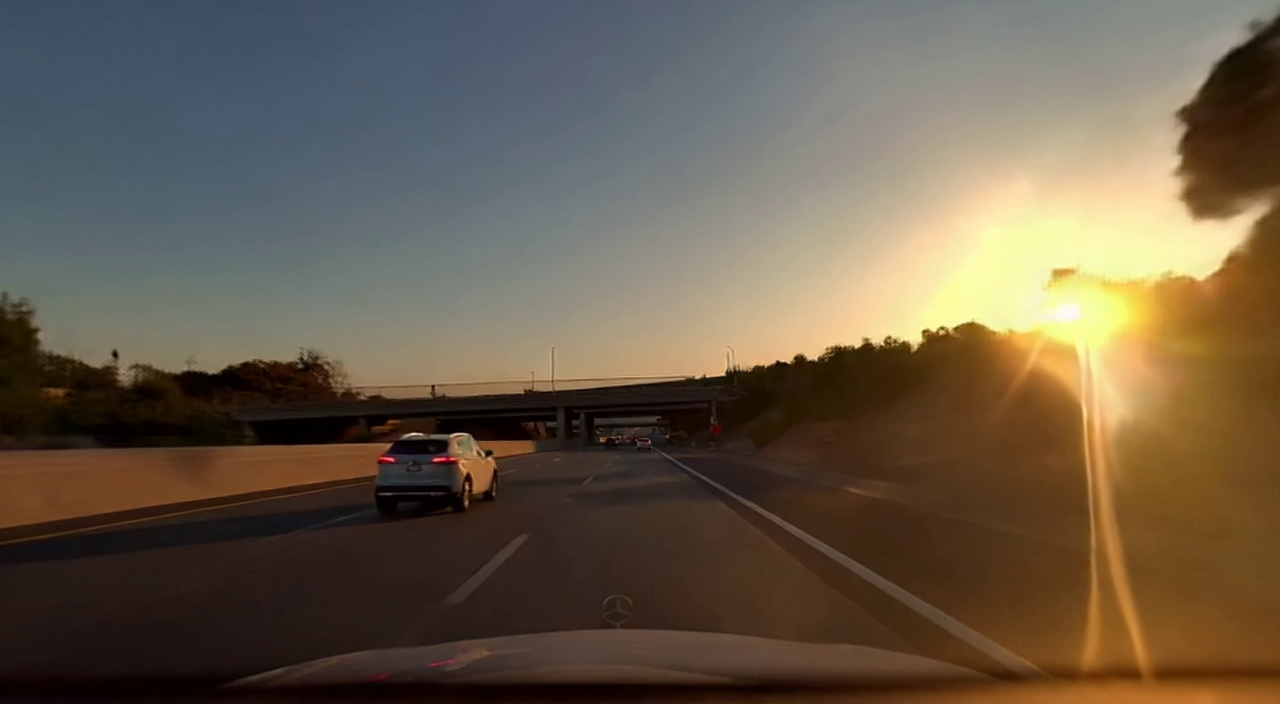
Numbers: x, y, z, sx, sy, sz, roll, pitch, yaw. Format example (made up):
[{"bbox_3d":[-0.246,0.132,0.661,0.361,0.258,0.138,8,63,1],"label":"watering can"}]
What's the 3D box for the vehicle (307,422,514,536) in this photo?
[{"bbox_3d":[-3.705,2.100,11.147,2.039,1.589,4.324,0,-8,0],"label":"vehicle"}]
